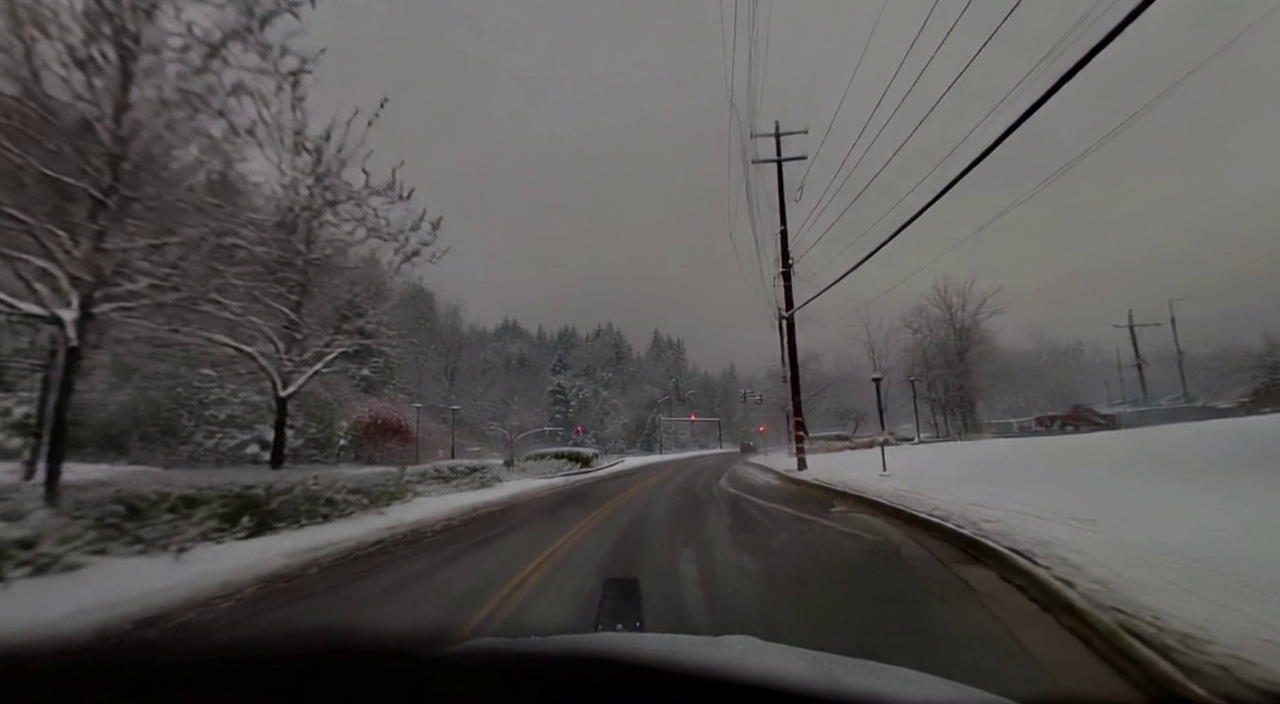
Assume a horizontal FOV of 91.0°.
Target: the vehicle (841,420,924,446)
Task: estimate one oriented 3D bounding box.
[{"bbox_3d":[18.620,6.242,48.675,5.745,1.902,2.244,-2,-9,16],"label":"vehicle"}]
